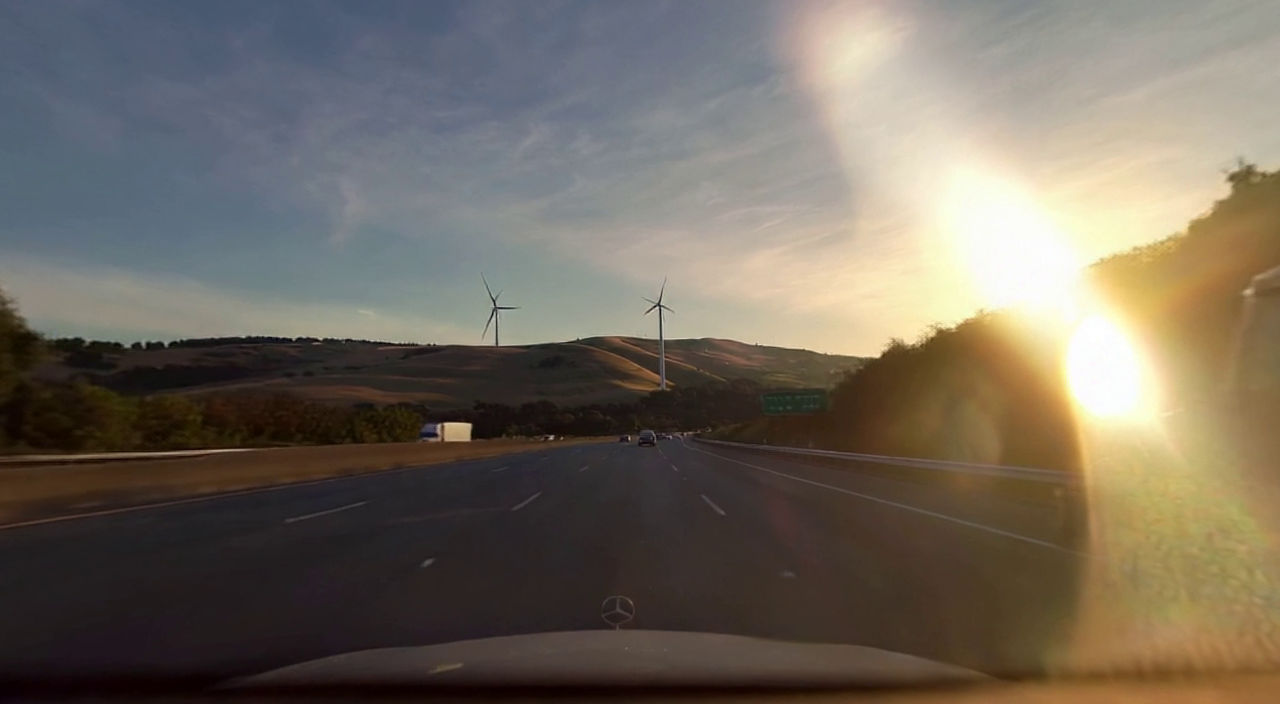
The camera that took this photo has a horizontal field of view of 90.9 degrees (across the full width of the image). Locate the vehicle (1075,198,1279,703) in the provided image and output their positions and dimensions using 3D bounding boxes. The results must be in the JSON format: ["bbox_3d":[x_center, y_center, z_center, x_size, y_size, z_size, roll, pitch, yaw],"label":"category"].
[{"bbox_3d":[3.165,0.262,0.142,2.211,1.982,5.346,0,-8,-1],"label":"vehicle"}]
